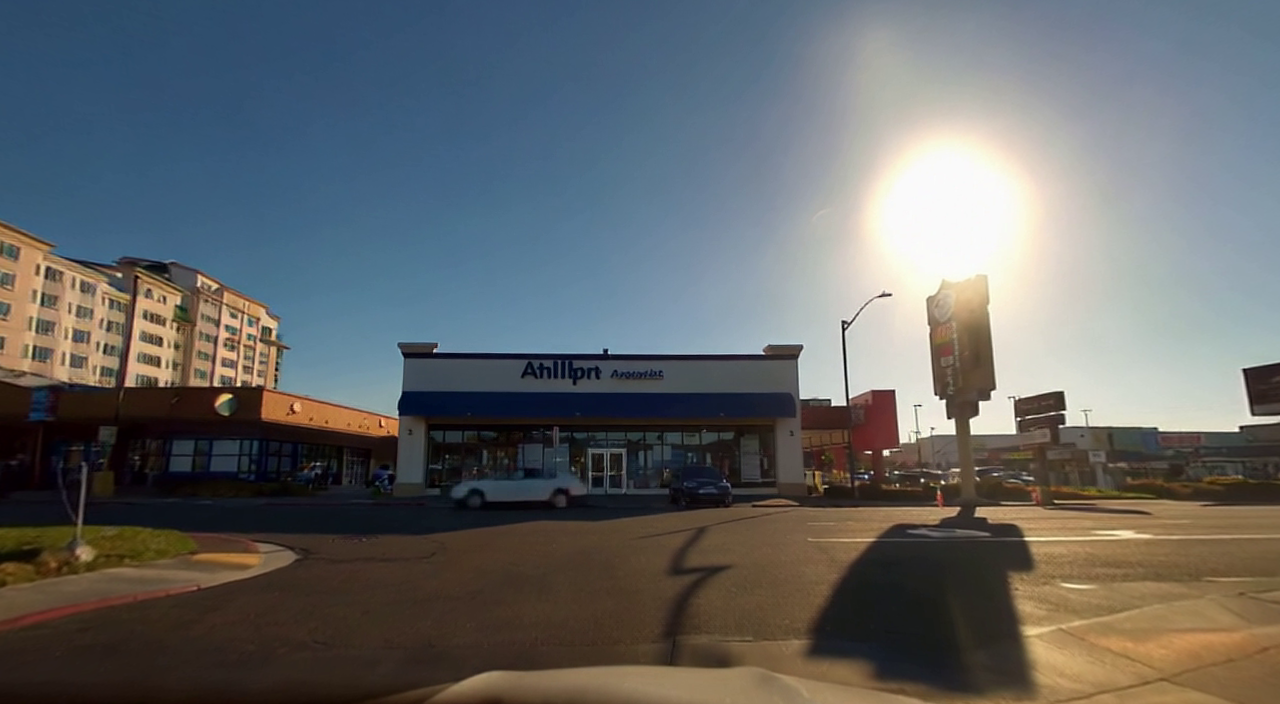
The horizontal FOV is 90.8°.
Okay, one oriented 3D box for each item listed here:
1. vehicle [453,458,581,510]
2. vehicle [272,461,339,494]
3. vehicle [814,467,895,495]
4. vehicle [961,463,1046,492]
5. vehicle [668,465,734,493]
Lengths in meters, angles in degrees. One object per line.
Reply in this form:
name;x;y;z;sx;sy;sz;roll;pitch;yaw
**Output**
vehicle;-4.109;4.493;21.694;4.073;1.609;1.813;1;-9;-4
vehicle;-19.947;7.415;37.570;4.596;1.680;1.936;-7;-11;41
vehicle;13.044;7.851;38.675;1.791;1.453;4.593;5;-10;-29
vehicle;25.818;8.906;44.979;4.838;1.799;1.914;-7;-11;39
vehicle;3.675;7.764;38.864;1.812;1.468;4.519;5;-10;-28
